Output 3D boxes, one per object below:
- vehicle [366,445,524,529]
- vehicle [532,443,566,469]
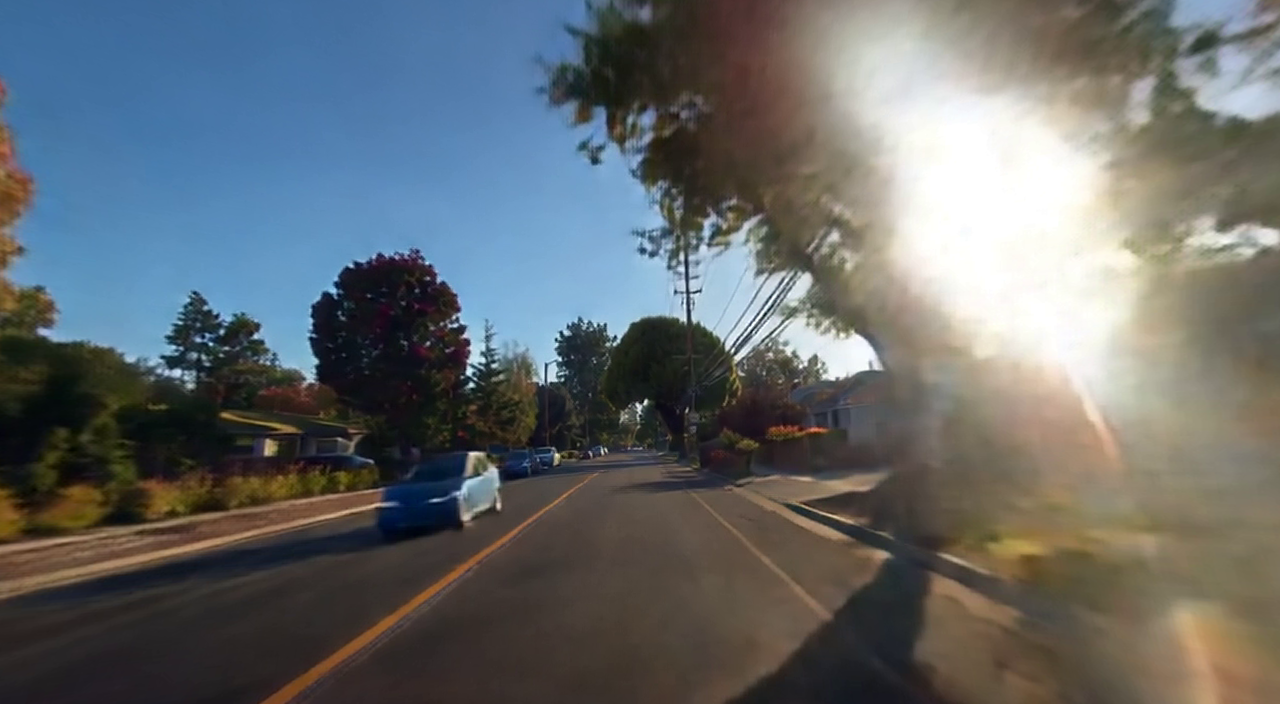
[{"bbox_3d":[-3.955,2.788,13.704,2.033,1.502,4.240,0,-9,0],"label":"vehicle"},{"bbox_3d":[-6.869,7.916,48.267,1.923,1.687,4.511,-4,-8,-1],"label":"vehicle"}]
